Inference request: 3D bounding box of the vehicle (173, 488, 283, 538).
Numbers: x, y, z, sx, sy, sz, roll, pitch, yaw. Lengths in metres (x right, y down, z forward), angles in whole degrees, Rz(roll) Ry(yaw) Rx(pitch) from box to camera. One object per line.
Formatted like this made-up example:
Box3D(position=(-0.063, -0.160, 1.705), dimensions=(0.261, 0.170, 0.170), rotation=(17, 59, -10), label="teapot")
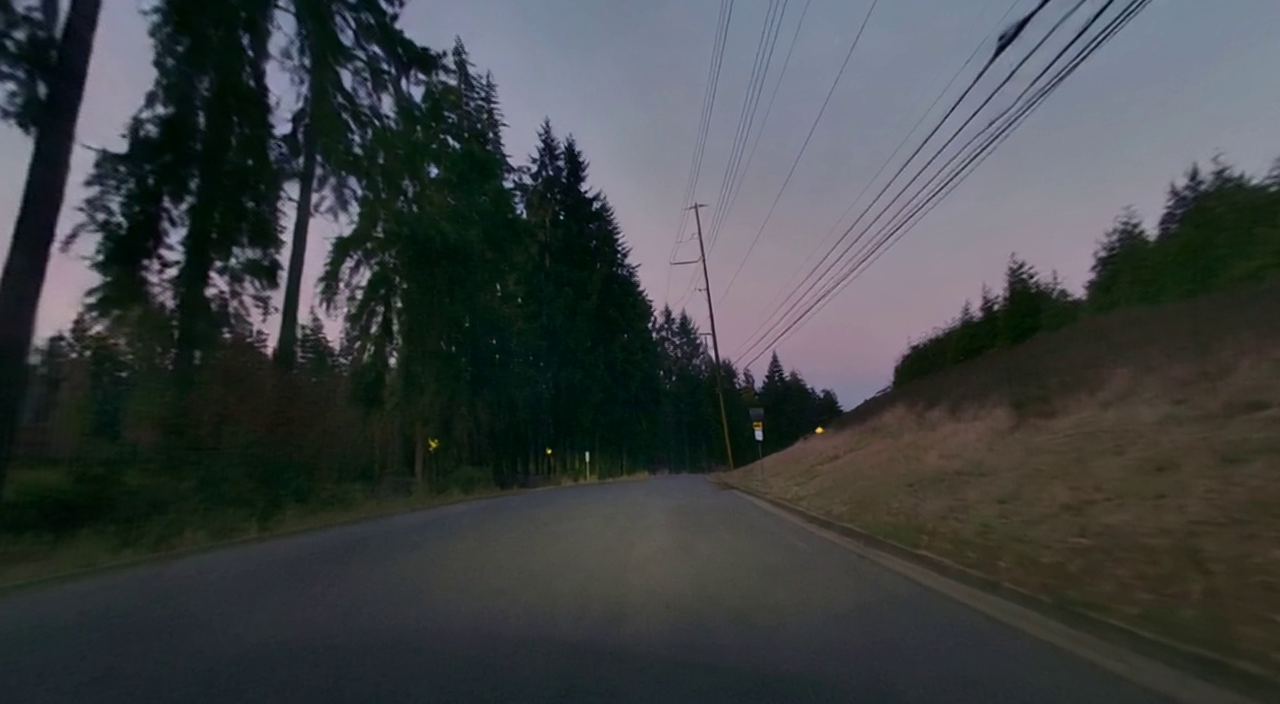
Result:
Box3D(position=(-17.274, 6.675, 26.411), dimensions=(4.043, 1.673, 1.970), rotation=(-4, -10, 26), label="vehicle")
